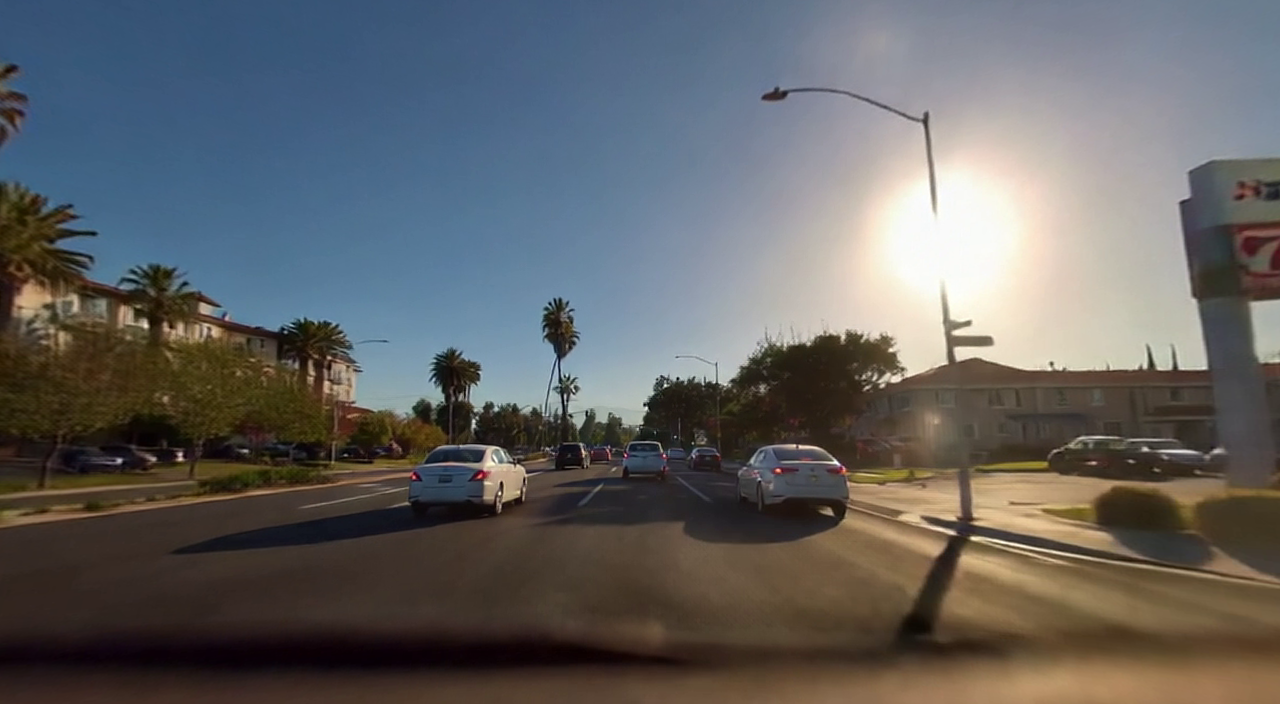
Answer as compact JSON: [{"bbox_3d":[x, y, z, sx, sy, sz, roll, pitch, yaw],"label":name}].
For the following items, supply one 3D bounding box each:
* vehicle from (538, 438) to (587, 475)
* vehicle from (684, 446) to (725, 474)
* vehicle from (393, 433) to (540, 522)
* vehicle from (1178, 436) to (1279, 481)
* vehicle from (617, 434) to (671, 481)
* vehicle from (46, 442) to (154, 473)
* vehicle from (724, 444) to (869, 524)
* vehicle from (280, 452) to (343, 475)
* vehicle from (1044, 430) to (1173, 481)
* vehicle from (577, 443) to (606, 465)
[{"bbox_3d":[-3.821,5.239,31.763,1.932,1.695,4.235,0,-8,0],"label":"vehicle"},{"bbox_3d":[3.631,6.164,36.033,1.880,1.476,3.932,0,-8,-1],"label":"vehicle"},{"bbox_3d":[-3.320,2.463,12.933,1.864,1.505,4.202,0,-8,-1],"label":"vehicle"},{"bbox_3d":[24.406,4.226,25.188,1.688,1.650,4.500,0,-8,0],"label":"vehicle"},{"bbox_3d":[0.107,4.562,27.430,2.164,1.867,4.254,0,-8,-1],"label":"vehicle"},{"bbox_3d":[-30.138,5.882,35.246,4.123,1.648,2.053,0,-8,1],"label":"vehicle"},{"bbox_3d":[3.266,2.830,14.224,1.977,1.480,4.589,0,-8,-2],"label":"vehicle"},{"bbox_3d":[-22.569,7.649,43.480,1.827,1.441,4.660,0,-8,0],"label":"vehicle"},{"bbox_3d":[18.535,4.093,25.218,1.905,1.833,4.347,0,-8,3],"label":"vehicle"},{"bbox_3d":[-3.703,7.873,48.776,1.871,1.673,3.920,0,-8,1],"label":"vehicle"}]
